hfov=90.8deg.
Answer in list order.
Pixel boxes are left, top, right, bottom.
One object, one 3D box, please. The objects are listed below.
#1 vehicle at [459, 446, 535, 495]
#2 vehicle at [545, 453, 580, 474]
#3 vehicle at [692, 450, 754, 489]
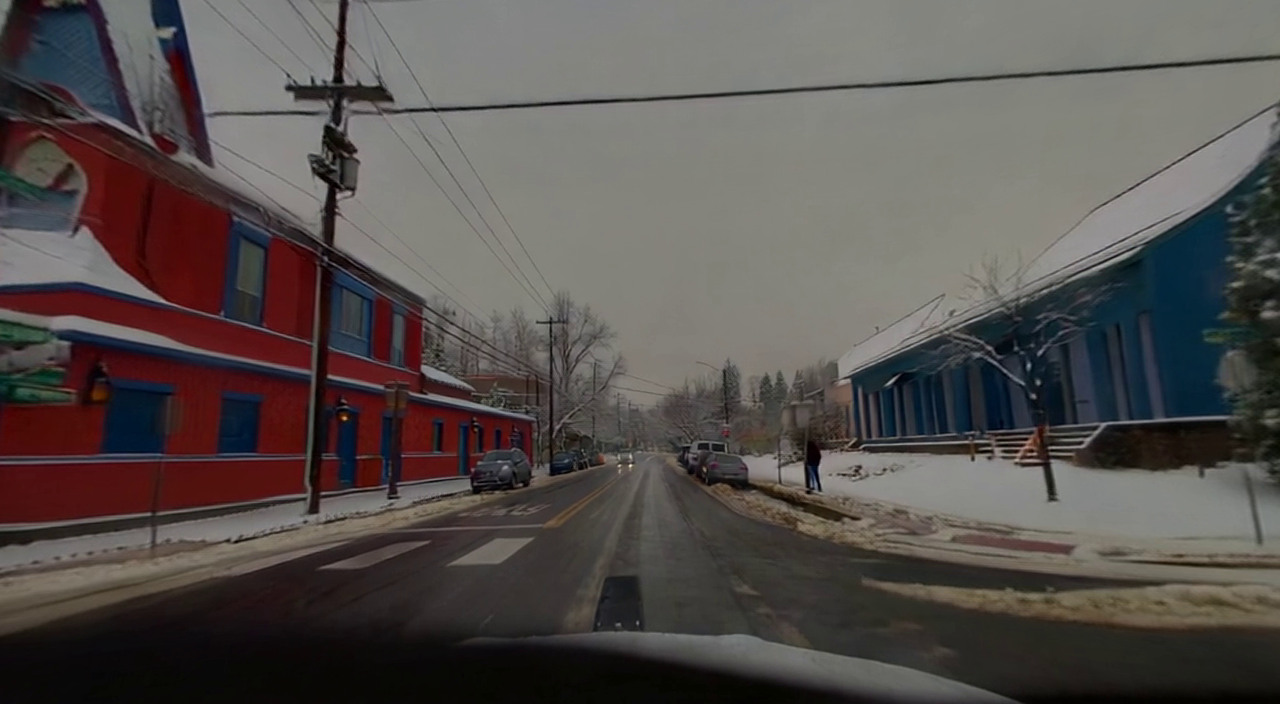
[{"bbox_3d":[-6.103,5.051,27.482,2.140,1.746,4.385,-4,-8,2],"label":"vehicle"},{"bbox_3d":[-5.750,8.298,47.212,1.844,1.486,4.474,0,-9,2],"label":"vehicle"},{"bbox_3d":[3.361,4.848,26.531,1.966,1.471,4.552,0,-9,0],"label":"vehicle"}]
